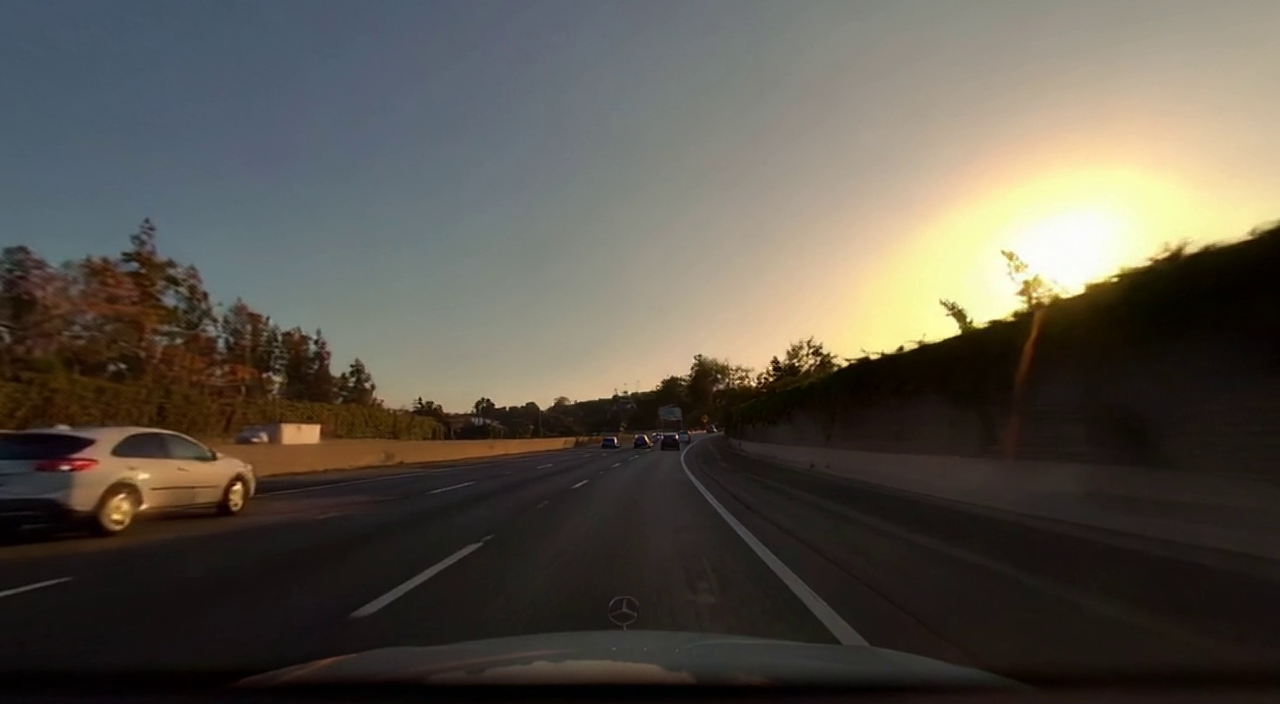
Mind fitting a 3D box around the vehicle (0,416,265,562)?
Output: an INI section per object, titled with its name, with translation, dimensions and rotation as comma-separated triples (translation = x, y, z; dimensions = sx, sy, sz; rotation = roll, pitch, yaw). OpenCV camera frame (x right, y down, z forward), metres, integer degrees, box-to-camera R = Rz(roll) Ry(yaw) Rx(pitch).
[vehicle]
translation = -7.461, 1.694, 8.396
dimensions = 1.914, 1.478, 4.741
rotation = 0, -8, 1
